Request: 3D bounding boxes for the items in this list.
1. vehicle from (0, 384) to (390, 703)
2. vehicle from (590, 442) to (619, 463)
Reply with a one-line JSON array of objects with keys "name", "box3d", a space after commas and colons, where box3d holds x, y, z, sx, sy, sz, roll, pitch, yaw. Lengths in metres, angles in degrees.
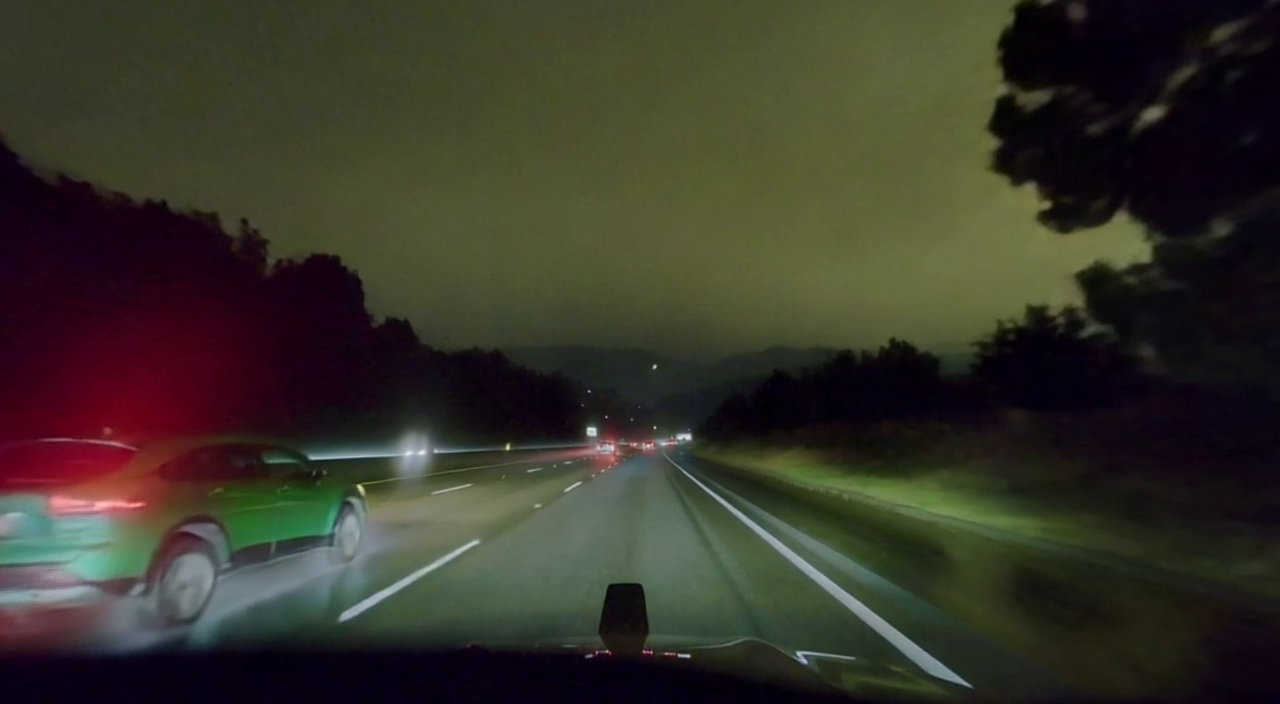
[{"name": "vehicle", "box3d": [-3.794, 1.196, 4.735, 1.993, 1.538, 4.192, 0, -8, 2]}, {"name": "vehicle", "box3d": [-2.698, 7.720, 48.525, 2.015, 1.561, 4.469, 0, -8, 0]}]
